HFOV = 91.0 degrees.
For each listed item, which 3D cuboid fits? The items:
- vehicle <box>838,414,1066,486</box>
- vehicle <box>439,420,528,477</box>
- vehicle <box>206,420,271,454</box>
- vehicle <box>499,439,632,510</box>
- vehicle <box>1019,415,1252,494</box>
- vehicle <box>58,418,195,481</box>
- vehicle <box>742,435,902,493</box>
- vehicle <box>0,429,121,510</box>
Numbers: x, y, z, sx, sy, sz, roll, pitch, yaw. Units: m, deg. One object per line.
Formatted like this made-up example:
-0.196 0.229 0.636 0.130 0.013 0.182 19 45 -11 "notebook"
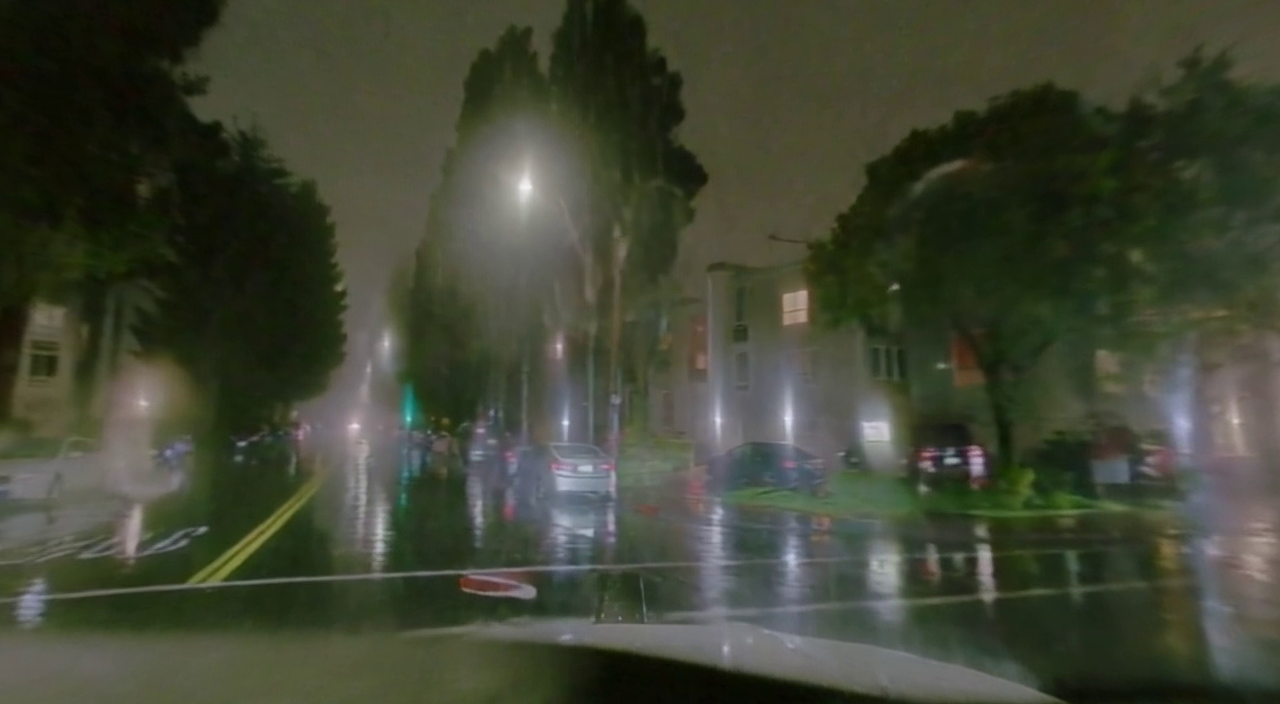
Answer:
7.717 2.407 15.522 5.312 1.533 2.104 4 -9 -25 "vehicle"
-6.447 3.860 25.290 2.365 1.970 6.011 4 -9 -24 "vehicle"
-24.225 5.212 38.188 2.384 1.781 5.492 1 -9 -23 "vehicle"
-1.978 2.820 15.096 1.977 1.410 4.744 3 -9 -22 "vehicle"
11.085 2.286 14.148 4.413 1.549 1.918 3 -9 -19 "vehicle"
-17.037 3.298 21.265 2.235 1.802 5.138 1 -9 -24 "vehicle"
5.010 3.041 17.394 3.821 1.417 2.061 4 -10 -26 "vehicle"
-13.616 2.558 13.897 2.067 1.510 4.501 2 -9 -23 "vehicle"
